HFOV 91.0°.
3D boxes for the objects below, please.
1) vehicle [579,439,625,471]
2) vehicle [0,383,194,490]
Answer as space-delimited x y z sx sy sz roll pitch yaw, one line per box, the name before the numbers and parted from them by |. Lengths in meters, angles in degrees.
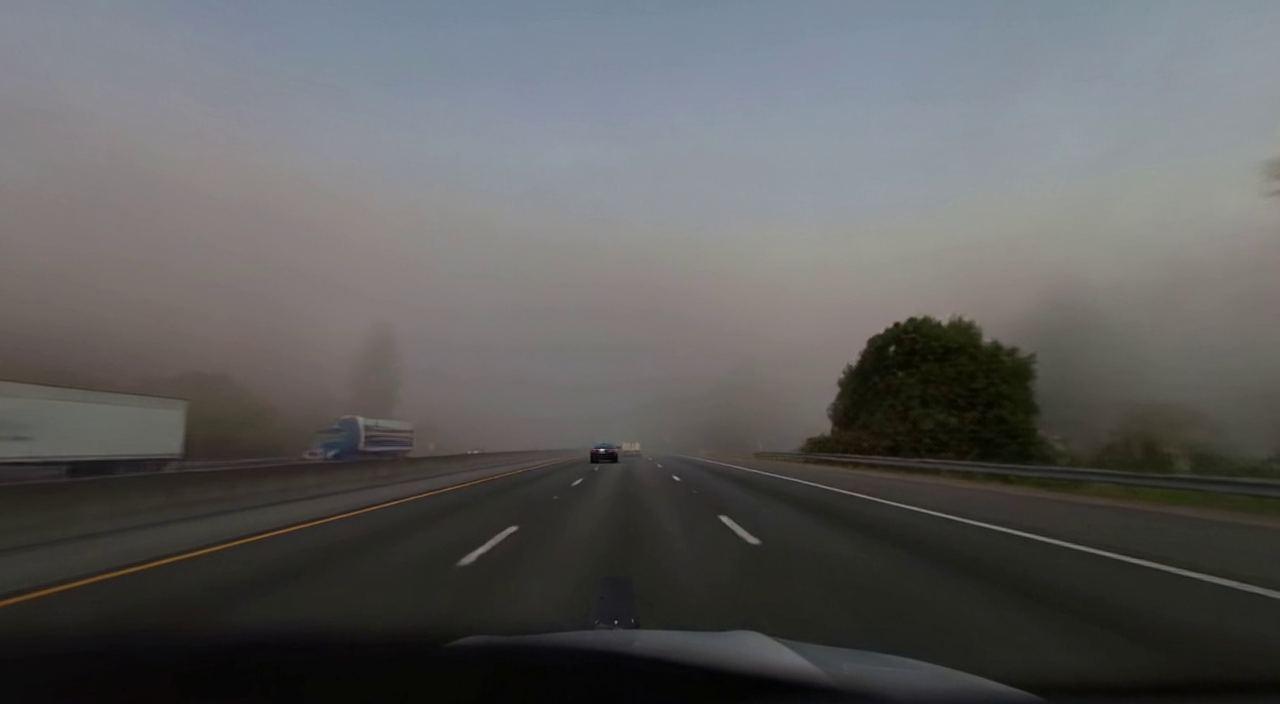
vehicle | -1.977 5.447 33.613 2.158 1.562 4.373 -1 -8 0
vehicle | -24.543 3.827 28.296 2.864 4.070 8.268 0 -8 -1
